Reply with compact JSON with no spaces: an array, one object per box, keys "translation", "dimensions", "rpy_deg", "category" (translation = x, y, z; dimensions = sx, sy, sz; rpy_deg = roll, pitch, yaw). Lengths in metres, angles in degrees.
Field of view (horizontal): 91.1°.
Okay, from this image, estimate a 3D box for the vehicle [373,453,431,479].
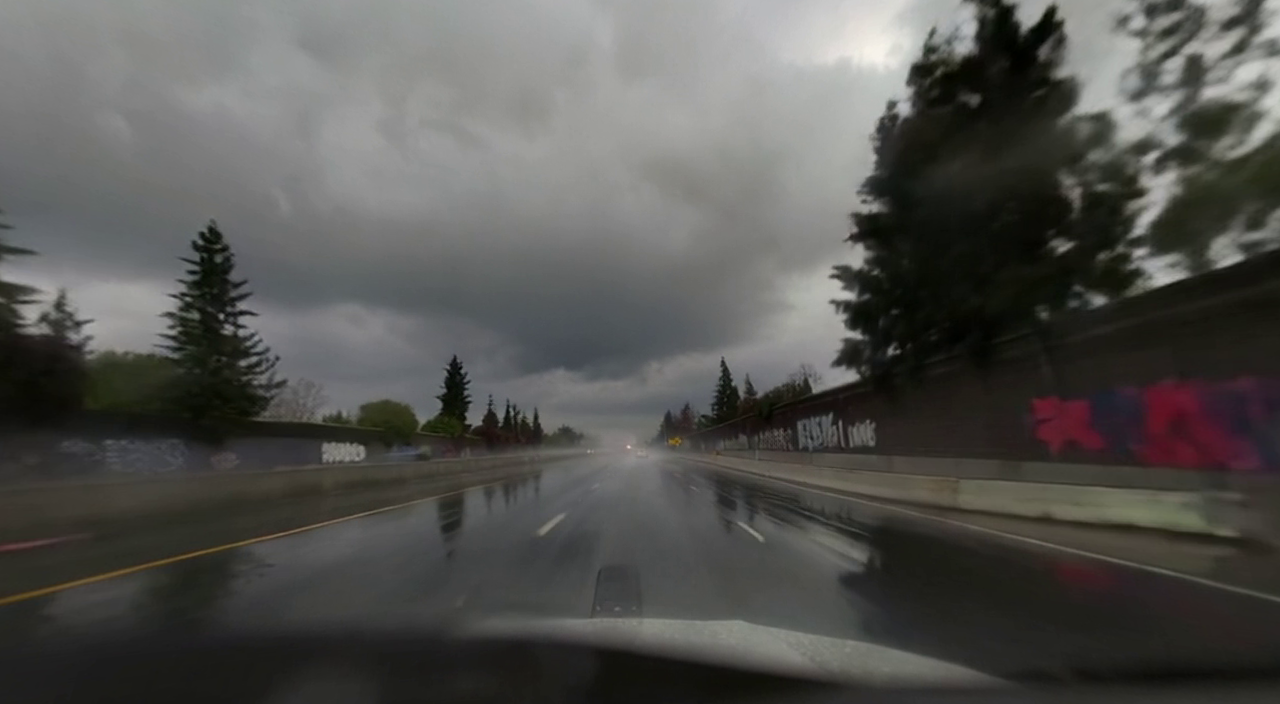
[{"translation":[-14.462,6.953,38.451],"dimensions":[1.863,1.436,4.463],"rpy_deg":[0,-9,-1],"category":"vehicle"}]
